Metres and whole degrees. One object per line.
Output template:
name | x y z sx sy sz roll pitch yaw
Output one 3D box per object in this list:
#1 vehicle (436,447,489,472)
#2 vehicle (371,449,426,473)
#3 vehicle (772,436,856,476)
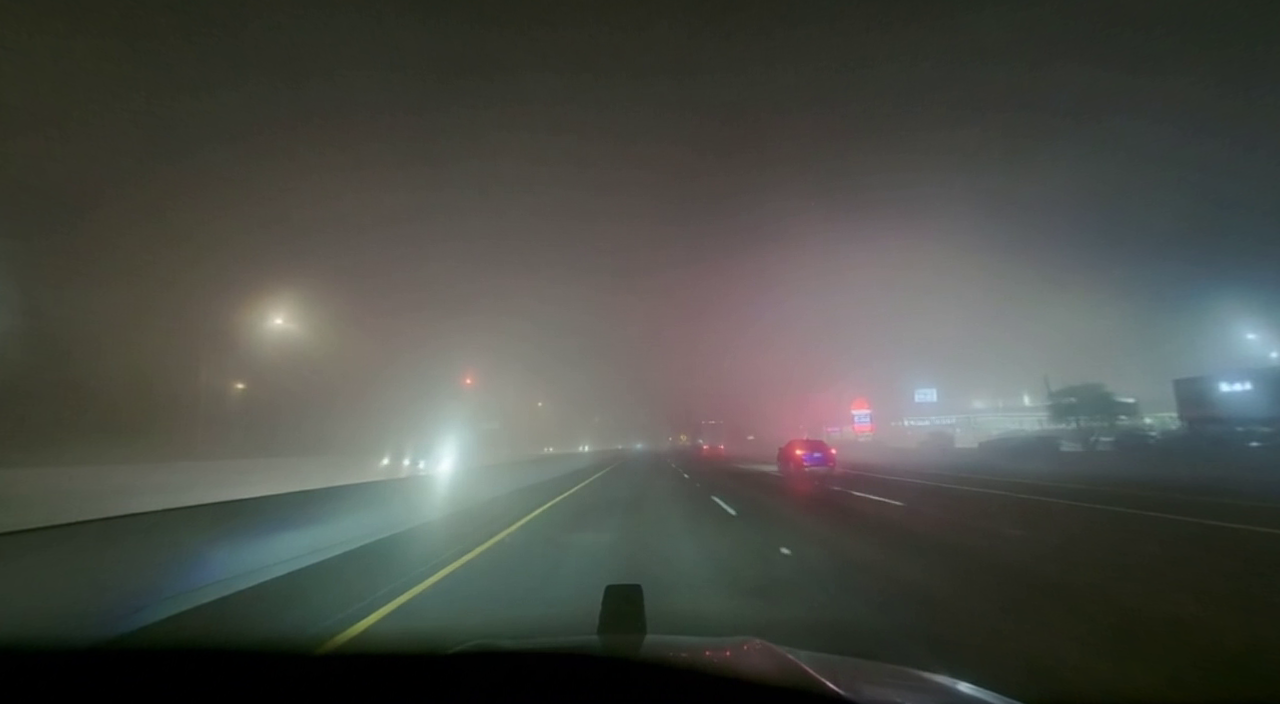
vehicle | -11.422 6.916 40.784 1.958 1.502 4.841 0 -8 1
vehicle | -16.767 7.563 43.793 1.952 1.507 4.377 0 -8 3
vehicle | 7.267 4.392 26.811 2.079 1.518 5.032 0 -8 -1
